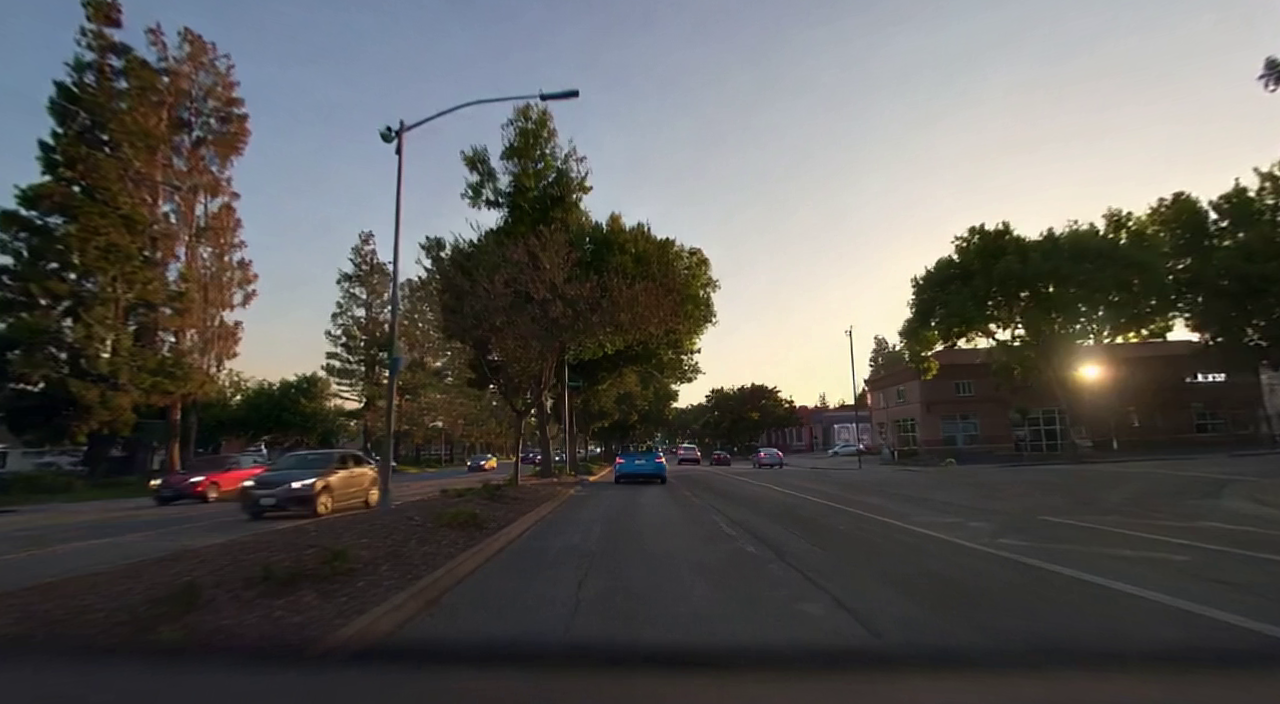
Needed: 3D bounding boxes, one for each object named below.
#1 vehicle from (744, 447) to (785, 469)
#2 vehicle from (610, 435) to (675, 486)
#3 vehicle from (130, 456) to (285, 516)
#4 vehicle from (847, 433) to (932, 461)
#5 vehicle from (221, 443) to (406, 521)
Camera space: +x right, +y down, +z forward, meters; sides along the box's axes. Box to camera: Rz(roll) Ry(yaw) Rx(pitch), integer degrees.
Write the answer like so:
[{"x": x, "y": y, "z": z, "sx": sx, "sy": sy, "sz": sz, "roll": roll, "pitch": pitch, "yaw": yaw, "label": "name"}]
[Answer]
[{"x": 9.036, "y": 7.752, "z": 46.262, "sx": 2.045, "sy": 1.484, "sz": 4.342, "roll": 0, "pitch": -9, "yaw": -1, "label": "vehicle"}, {"x": 0.042, "y": 4.114, "z": 24.284, "sx": 2.266, "sy": 1.762, "sz": 4.131, "roll": 0, "pitch": -9, "yaw": -1, "label": "vehicle"}, {"x": -13.106, "y": 4.051, "z": 19.536, "sx": 1.992, "sy": 1.556, "sz": 4.035, "roll": 0, "pitch": -9, "yaw": -2, "label": "vehicle"}, {"x": 19.621, "y": 7.517, "z": 49.907, "sx": 5.677, "sy": 2.171, "sz": 2.393, "roll": -1, "pitch": -9, "yaw": 4, "label": "vehicle"}, {"x": -7.918, "y": 3.165, "z": 15.978, "sx": 2.127, "sy": 1.660, "sz": 4.607, "roll": 0, "pitch": -9, "yaw": 1, "label": "vehicle"}]
